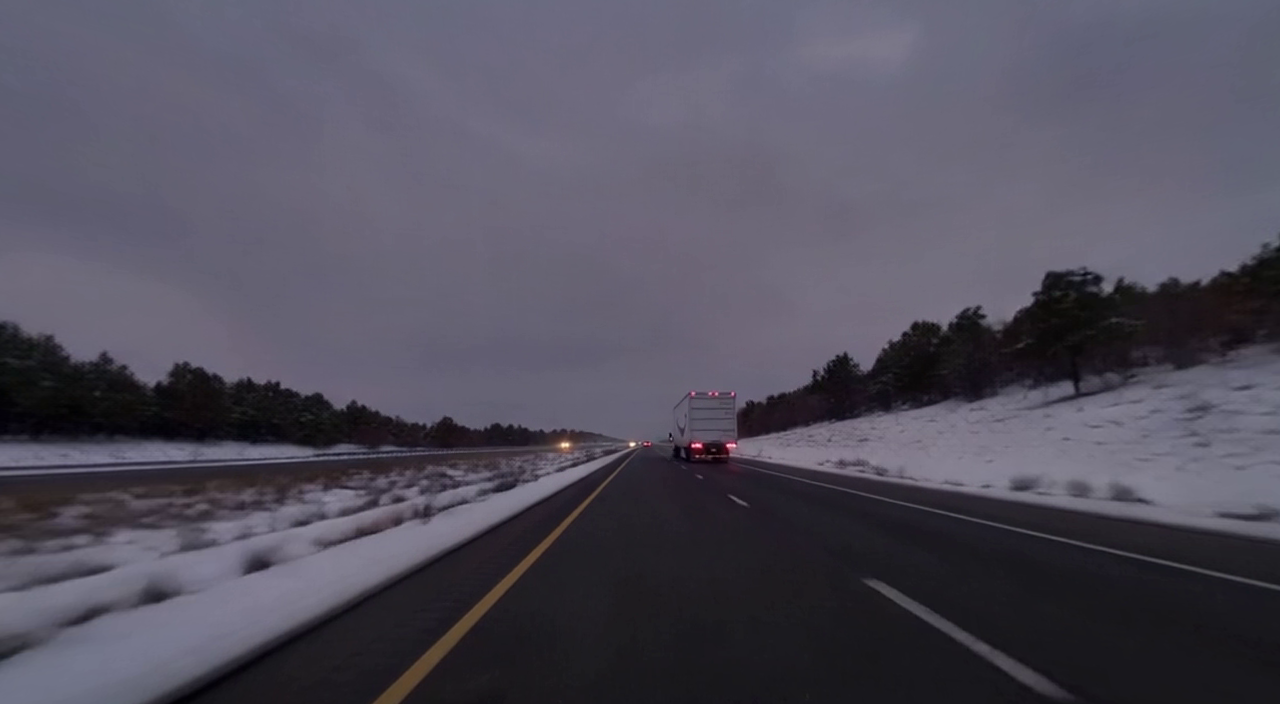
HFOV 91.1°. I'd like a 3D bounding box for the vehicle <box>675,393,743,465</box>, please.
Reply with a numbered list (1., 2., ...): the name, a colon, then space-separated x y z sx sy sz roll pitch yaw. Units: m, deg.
1. vehicle: 4.672 5.899 46.511 3.190 4.365 16.625 0 -8 0
